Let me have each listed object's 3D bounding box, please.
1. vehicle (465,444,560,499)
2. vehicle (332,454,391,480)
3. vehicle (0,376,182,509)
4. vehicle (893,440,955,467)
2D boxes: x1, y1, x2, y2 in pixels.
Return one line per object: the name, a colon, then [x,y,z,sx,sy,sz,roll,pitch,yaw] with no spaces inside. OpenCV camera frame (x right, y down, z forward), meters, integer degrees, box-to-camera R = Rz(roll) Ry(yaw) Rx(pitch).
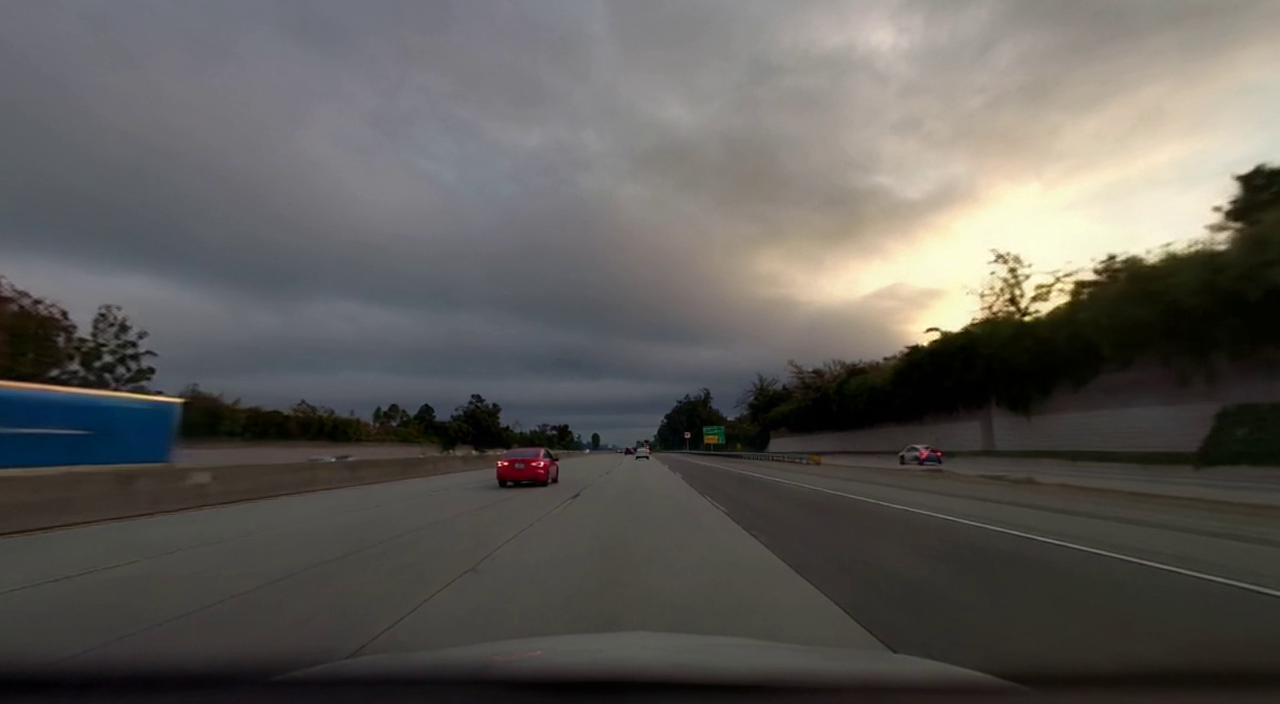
vehicle: [-3.673,3.541,19.057,1.873,1.438,4.546,0,-9,1]
vehicle: [-16.387,6.757,37.321,1.783,1.422,3.745,0,-9,0]
vehicle: [-20.491,2.859,19.789,3.002,3.888,12.377,0,-9,0]
vehicle: [18.501,6.660,41.333,1.925,1.648,4.367,0,-9,-1]
